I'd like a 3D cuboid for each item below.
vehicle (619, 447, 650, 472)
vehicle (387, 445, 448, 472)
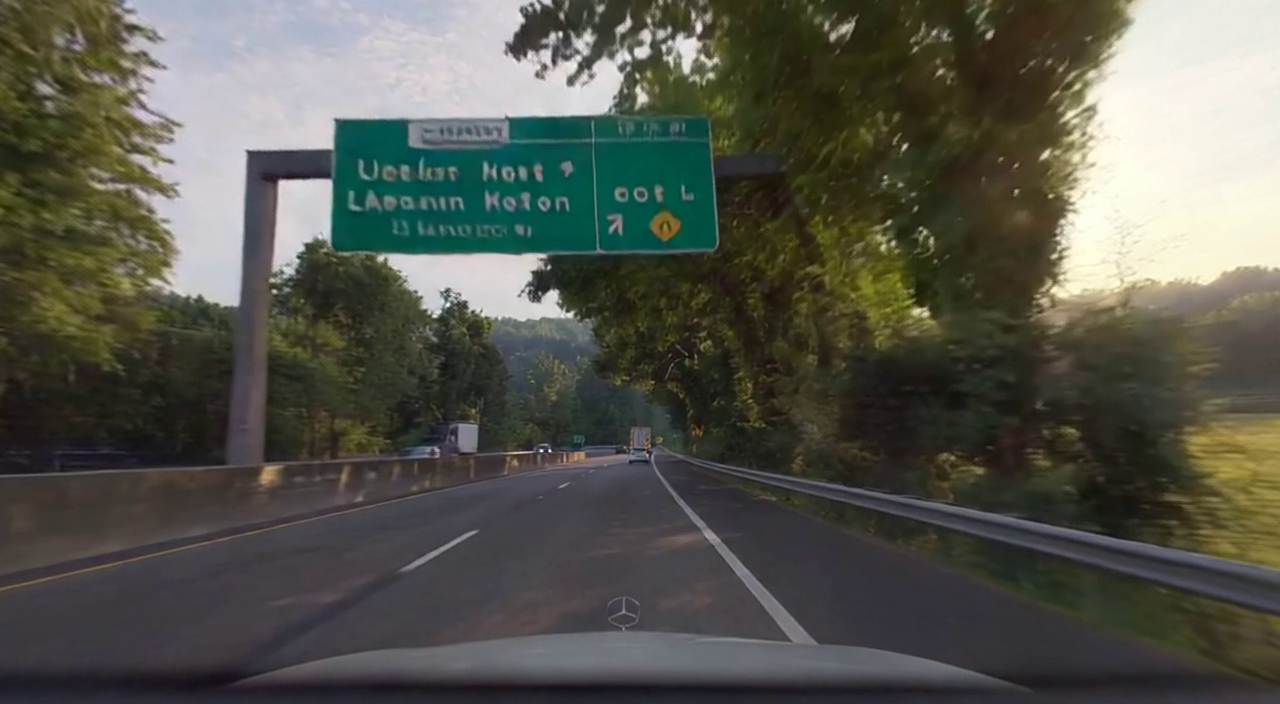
[{"bbox_3d":[-0.325,6.681,39.392,1.853,1.436,3.438,0,-9,0],"label":"vehicle"},{"bbox_3d":[-12.159,5.871,34.755,1.829,1.397,4.326,0,-9,-1],"label":"vehicle"}]
